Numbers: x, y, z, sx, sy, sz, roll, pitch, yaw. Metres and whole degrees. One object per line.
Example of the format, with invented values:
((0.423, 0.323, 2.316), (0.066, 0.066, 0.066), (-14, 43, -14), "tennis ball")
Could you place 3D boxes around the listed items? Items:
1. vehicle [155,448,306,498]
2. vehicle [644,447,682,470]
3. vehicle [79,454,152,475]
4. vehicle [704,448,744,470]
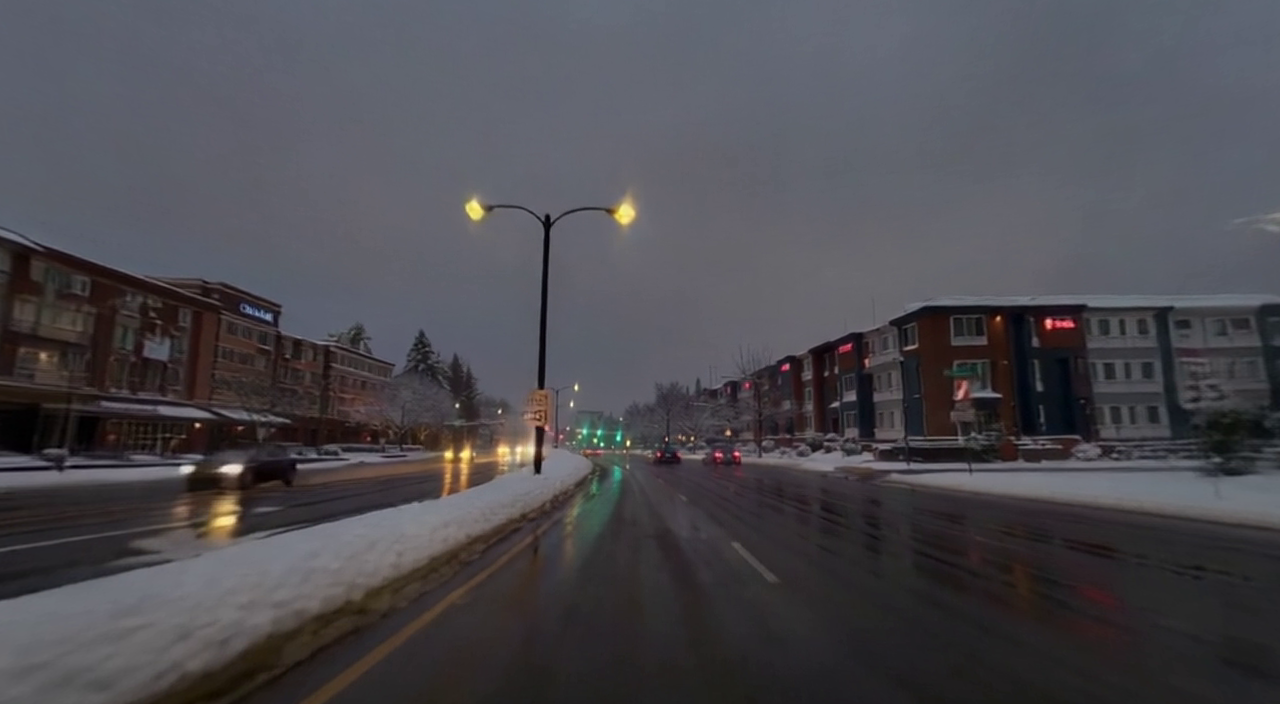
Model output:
((-13.430, 3.954, 21.145), (1.946, 1.441, 4.661), (0, -9, 0), "vehicle")
((1.493, 7.267, 43.261), (2.020, 1.479, 4.650), (0, -9, -5), "vehicle")
((-40.001, 8.548, 48.343), (1.789, 1.445, 4.752), (0, -9, -5), "vehicle")
((5.760, 7.396, 43.984), (1.932, 1.439, 4.159), (0, -9, -4), "vehicle")
